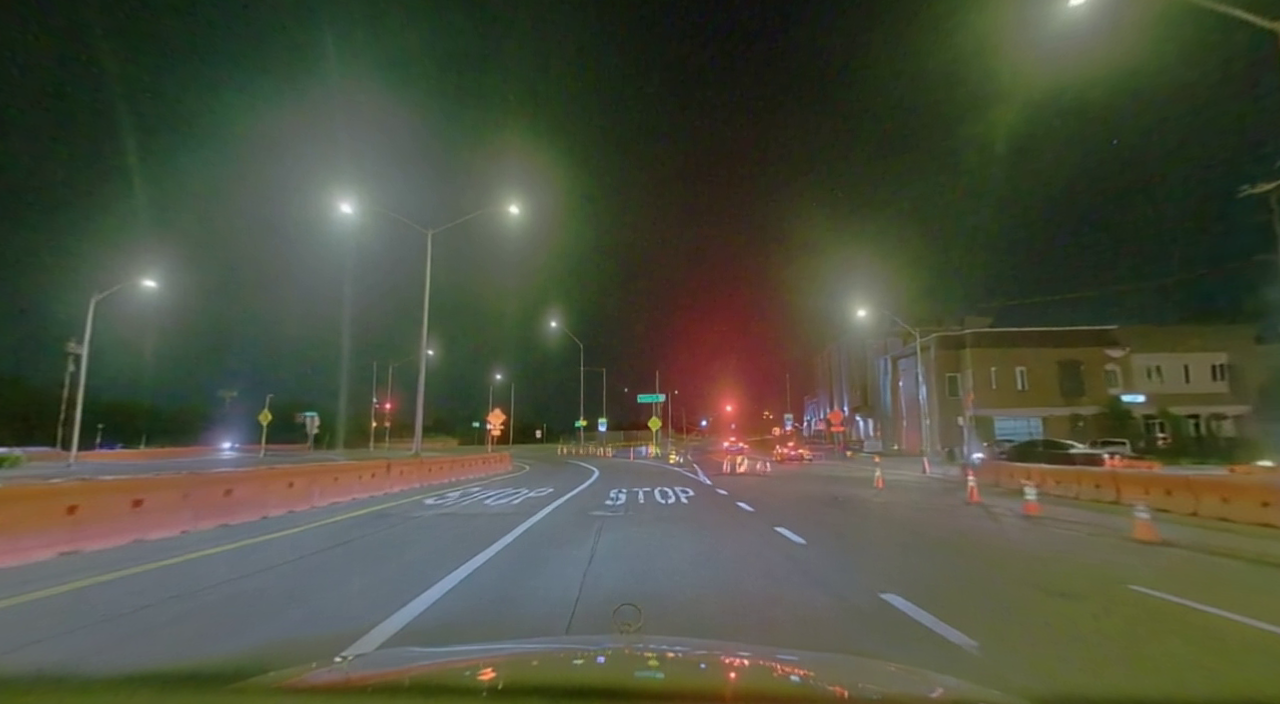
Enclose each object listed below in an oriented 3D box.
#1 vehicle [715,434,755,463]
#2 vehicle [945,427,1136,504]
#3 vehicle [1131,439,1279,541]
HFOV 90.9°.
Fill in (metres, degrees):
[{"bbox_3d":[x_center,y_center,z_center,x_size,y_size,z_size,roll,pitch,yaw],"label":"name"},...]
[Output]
[{"bbox_3d":[6.182,6.337,41.567,2.150,1.779,4.423,-1,-9,3],"label":"vehicle"},{"bbox_3d":[10.471,3.005,17.092,1.961,1.754,4.889,0,-9,0],"label":"vehicle"},{"bbox_3d":[10.361,2.073,9.595,2.000,1.487,4.548,0,-9,-2],"label":"vehicle"}]
